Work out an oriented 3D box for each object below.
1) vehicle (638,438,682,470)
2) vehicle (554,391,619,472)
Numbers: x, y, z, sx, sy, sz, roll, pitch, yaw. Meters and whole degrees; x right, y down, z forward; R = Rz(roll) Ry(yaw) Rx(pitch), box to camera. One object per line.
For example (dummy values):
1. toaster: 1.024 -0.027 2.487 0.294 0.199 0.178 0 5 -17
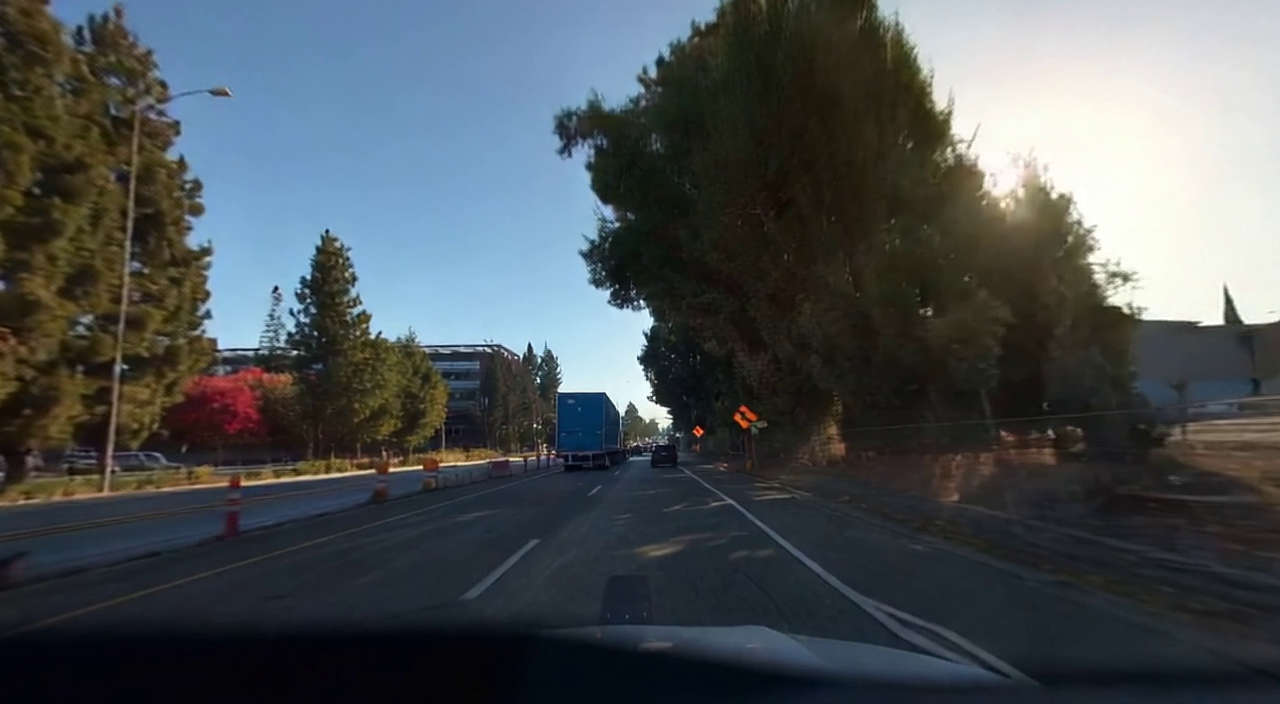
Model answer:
1. vehicle: 1.079 5.782 35.817 2.304 1.675 4.462 0 -8 0
2. vehicle: -3.007 5.196 40.199 2.906 4.115 15.715 -1 -8 0
